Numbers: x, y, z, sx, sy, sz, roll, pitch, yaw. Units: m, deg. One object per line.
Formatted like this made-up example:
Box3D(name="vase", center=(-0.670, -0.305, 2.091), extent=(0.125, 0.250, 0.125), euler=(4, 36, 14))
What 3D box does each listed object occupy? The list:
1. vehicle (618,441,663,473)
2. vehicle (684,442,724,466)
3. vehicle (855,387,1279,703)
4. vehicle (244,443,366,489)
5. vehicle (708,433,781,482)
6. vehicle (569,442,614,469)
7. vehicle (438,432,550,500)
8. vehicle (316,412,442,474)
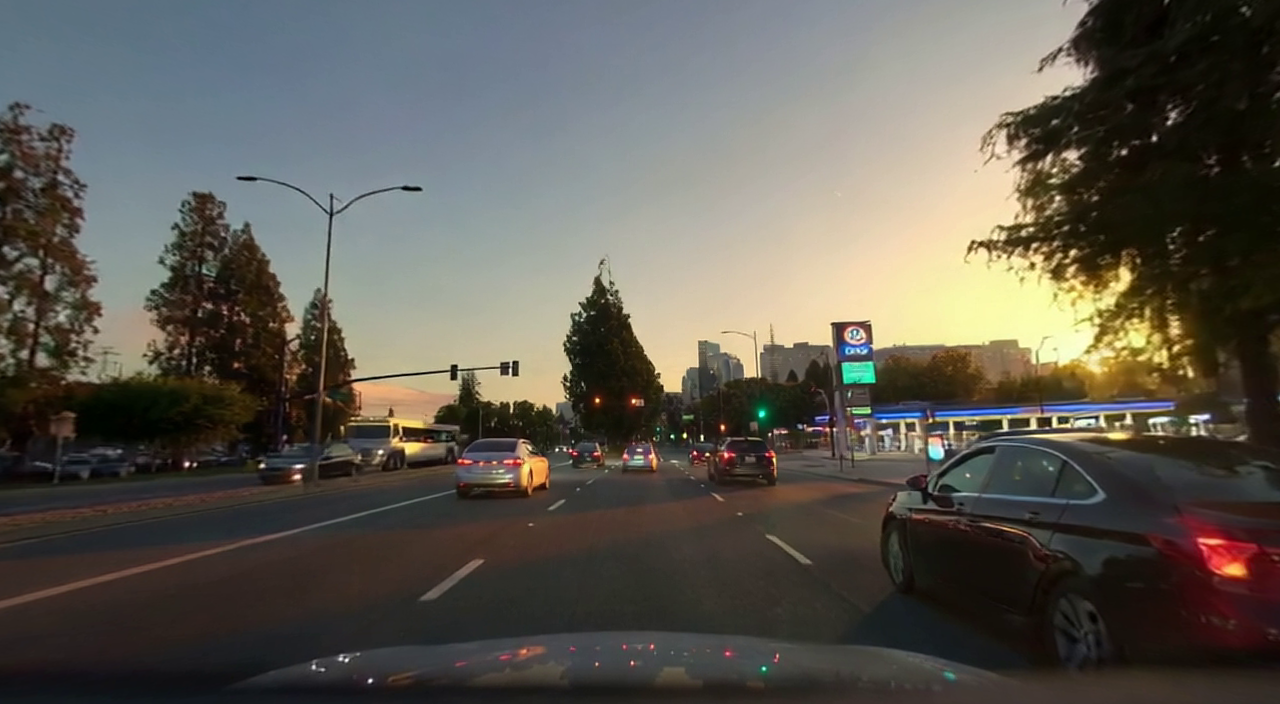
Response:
Box3D(name="vehicle", center=(0.026, 5.204, 31.510), extent=(2.104, 1.477, 4.591), euler=(0, -8, 0))
Box3D(name="vehicle", center=(4.128, 6.661, 41.214), extent=(2.174, 1.462, 4.400), euler=(0, -8, 1))
Box3D(name="vehicle", center=(3.435, 1.198, 4.551), extent=(2.038, 1.499, 4.868), euler=(0, -8, 0))
Box3D(name="vehicle", center=(-12.215, 4.142, 23.400), extent=(2.013, 1.501, 4.484), euler=(-1, -8, 1))
Box3D(name="vehicle", center=(3.815, 3.946, 23.849), extent=(2.022, 1.683, 4.171), euler=(0, -8, 0))
Box3D(name="vehicle", center=(-2.786, 6.059, 37.198), extent=(2.192, 1.463, 4.211), euler=(-1, -8, 1))
Box3D(name="vehicle", center=(-3.800, 3.031, 17.187), extent=(2.023, 1.607, 4.086), euler=(0, -8, 1))
Box3D(name="vehicle", center=(-15.805, 5.689, 39.466), extent=(3.228, 3.319, 10.706), euler=(0, -8, 1))
